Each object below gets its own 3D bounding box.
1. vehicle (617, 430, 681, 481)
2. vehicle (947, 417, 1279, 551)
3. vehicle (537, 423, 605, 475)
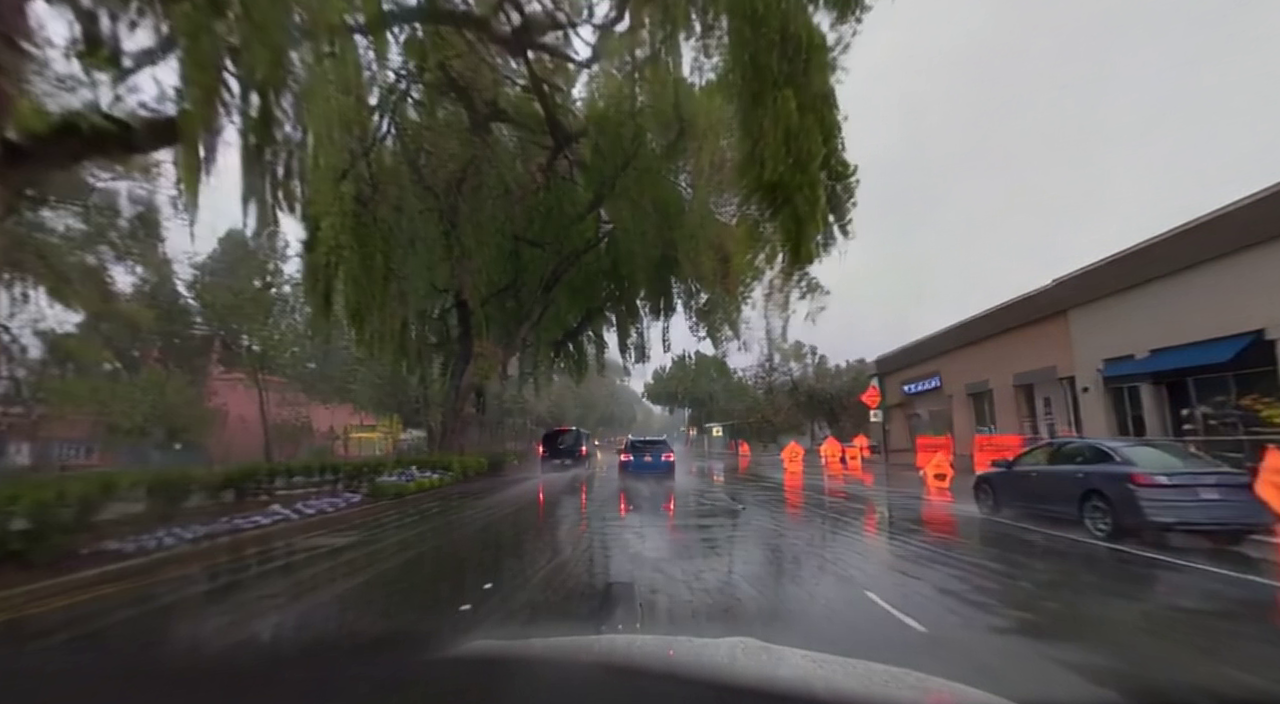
[{"bbox_3d":[0.306,3.850,23.806,2.168,1.725,4.192,0,-8,0],"label":"vehicle"},{"bbox_3d":[6.914,1.880,9.699,2.076,1.535,4.460,0,-9,-1],"label":"vehicle"},{"bbox_3d":[-2.926,4.292,28.174,2.357,2.063,5.488,0,-8,1],"label":"vehicle"}]
